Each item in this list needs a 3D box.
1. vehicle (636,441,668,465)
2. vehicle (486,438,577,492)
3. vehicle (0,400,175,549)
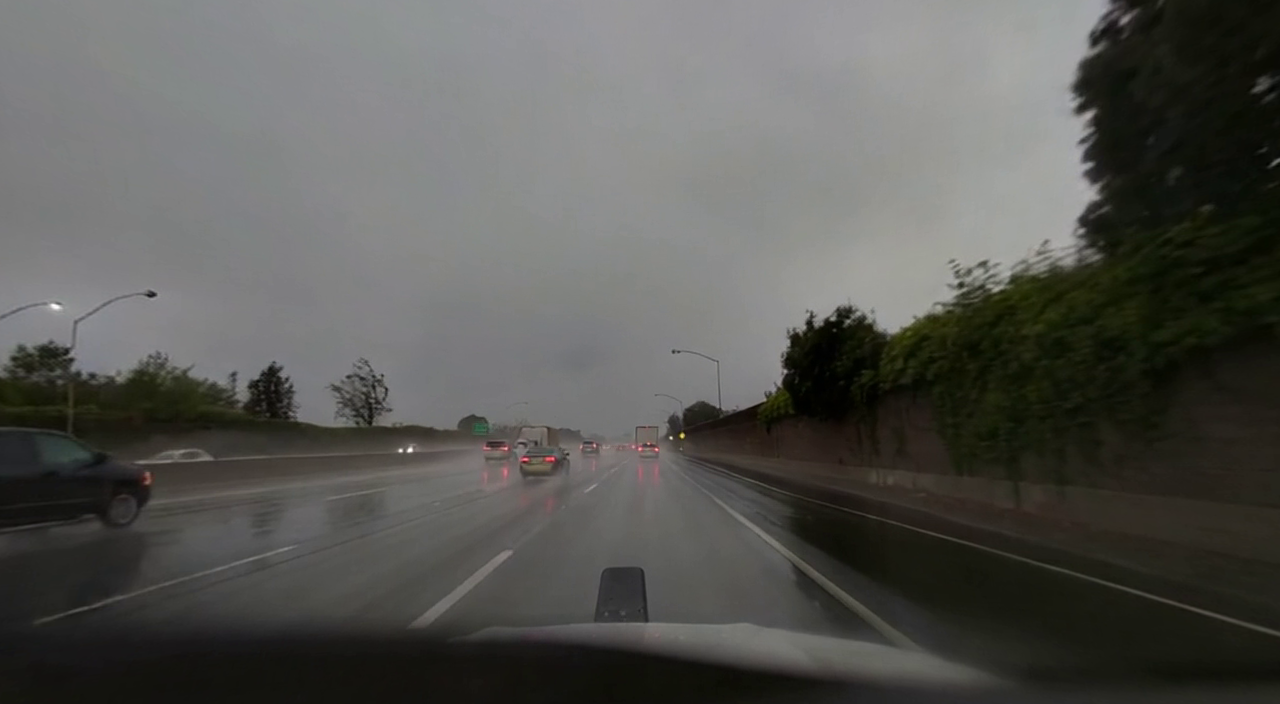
[{"bbox_3d":[0.773,6.736,42.363,2.073,1.480,4.343,0,-8,0],"label":"vehicle"},{"bbox_3d":[-3.223,3.448,19.595,2.056,1.480,4.022,-1,-8,1],"label":"vehicle"},{"bbox_3d":[-9.923,1.713,8.850,2.339,2.018,5.790,-1,-8,0],"label":"vehicle"}]
